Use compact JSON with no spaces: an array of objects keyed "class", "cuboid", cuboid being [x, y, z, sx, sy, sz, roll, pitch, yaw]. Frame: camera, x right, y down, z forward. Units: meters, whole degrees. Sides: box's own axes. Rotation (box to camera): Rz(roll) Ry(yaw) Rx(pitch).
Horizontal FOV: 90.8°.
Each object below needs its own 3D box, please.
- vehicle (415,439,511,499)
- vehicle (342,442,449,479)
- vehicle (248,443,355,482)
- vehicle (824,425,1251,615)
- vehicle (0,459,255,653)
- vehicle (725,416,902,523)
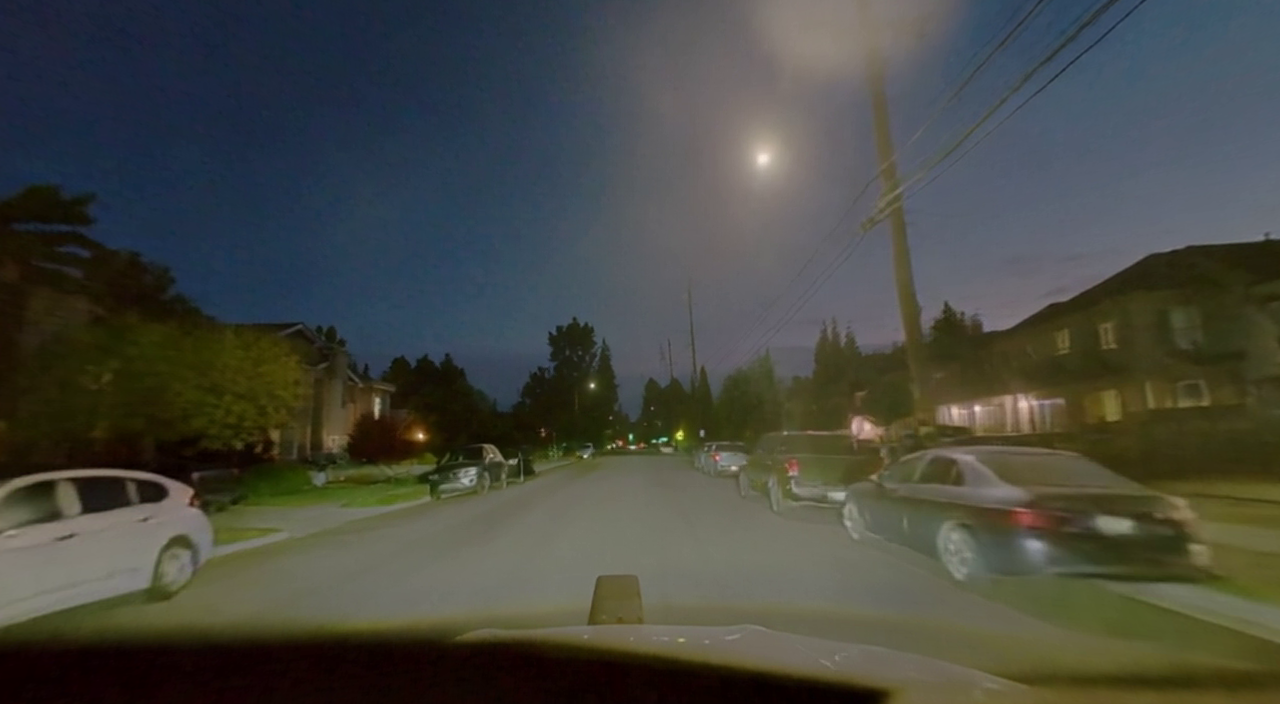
[{"class":"vehicle","cuboid":[-6.127,4.093,22.405,2.118,1.753,4.377,-4,-9,-1]},{"class":"vehicle","cuboid":[-12.900,5.760,33.583,4.729,1.831,2.174,-1,-8,0]},{"class":"vehicle","cuboid":[-19.049,6.246,35.797,4.832,2.033,2.045,0,-8,-6]},{"class":"vehicle","cuboid":[3.772,1.645,7.258,1.848,1.436,4.582,-1,-8,-1]},{"class":"vehicle","cuboid":[-6.044,1.725,5.589,2.199,1.439,4.757,-1,-9,2]},{"class":"vehicle","cuboid":[3.364,2.430,13.692,2.122,1.809,5.421,0,-8,-2]}]
